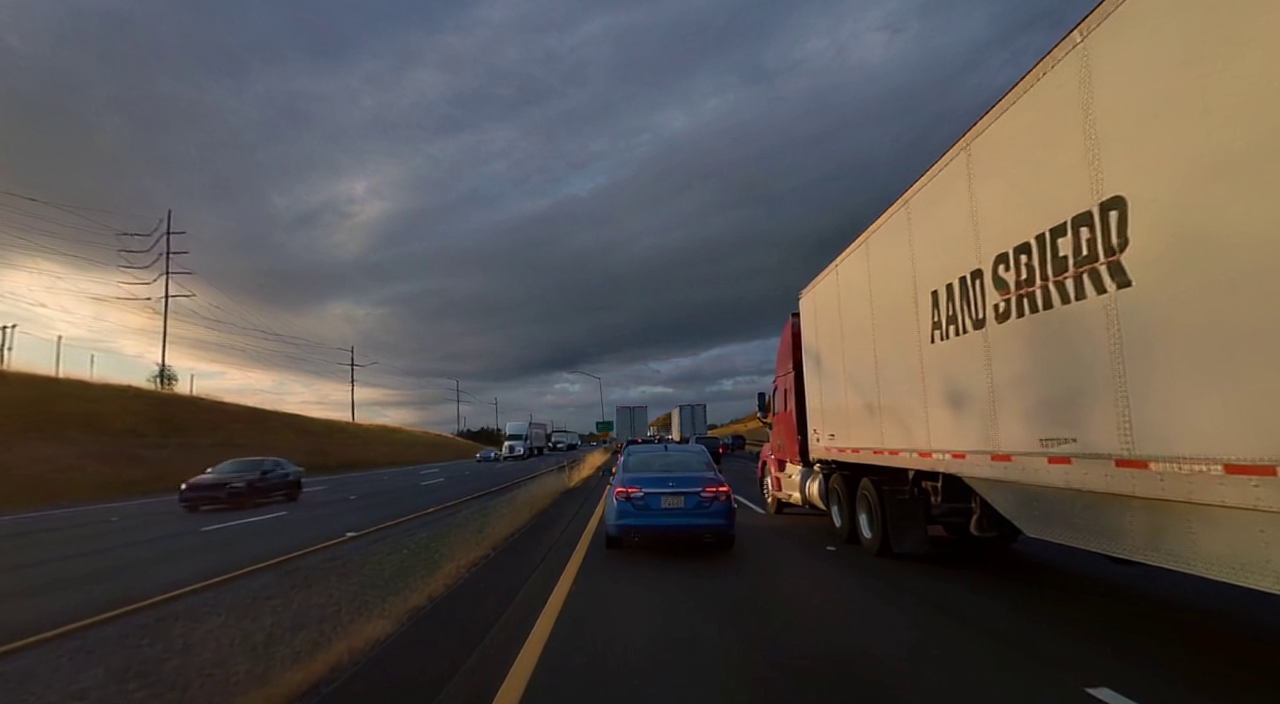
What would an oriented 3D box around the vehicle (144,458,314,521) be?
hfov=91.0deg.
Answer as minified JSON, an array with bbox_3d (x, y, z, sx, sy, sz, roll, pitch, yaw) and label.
[{"bbox_3d":[-11.777,3.925,18.508,1.914,1.478,4.597,-1,-8,0],"label":"vehicle"}]

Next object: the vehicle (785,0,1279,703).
[{"bbox_3d":[4.126,-0.242,2.989,3.138,4.065,14.276,0,-8,-1],"label":"vehicle"}]

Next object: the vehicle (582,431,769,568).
[{"bbox_3d":[0.331,1.867,8.728,2.045,1.446,3.597,0,-8,-2],"label":"vehicle"}]
